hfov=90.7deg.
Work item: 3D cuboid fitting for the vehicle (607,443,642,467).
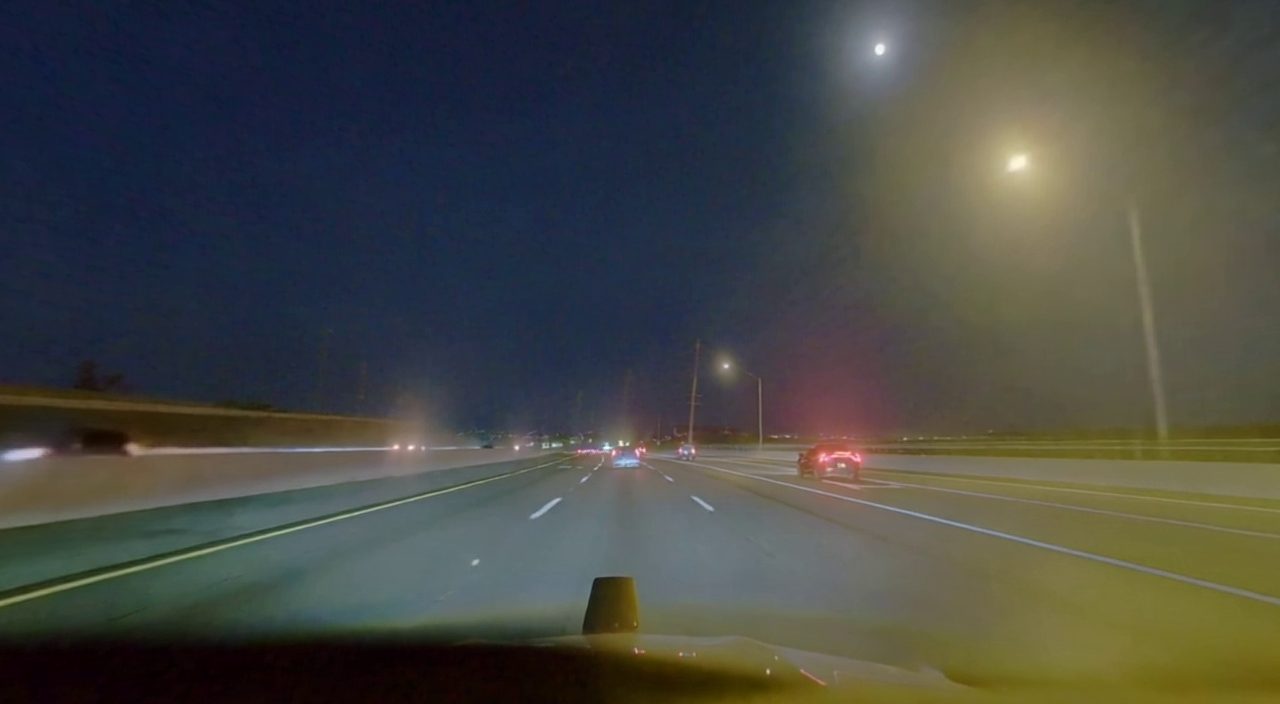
[{"bbox_3d":[-1.059,6.787,41.706,2.109,1.489,4.027,1,-9,-4],"label":"vehicle"}]

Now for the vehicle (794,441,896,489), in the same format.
[{"bbox_3d":[6.767,3.770,21.438,1.876,1.451,4.154,0,-9,-3],"label":"vehicle"}]

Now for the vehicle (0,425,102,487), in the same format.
[{"bbox_3d":[-20.453,3.284,20.058,2.115,1.861,5.374,0,-9,-2],"label":"vehicle"}]
